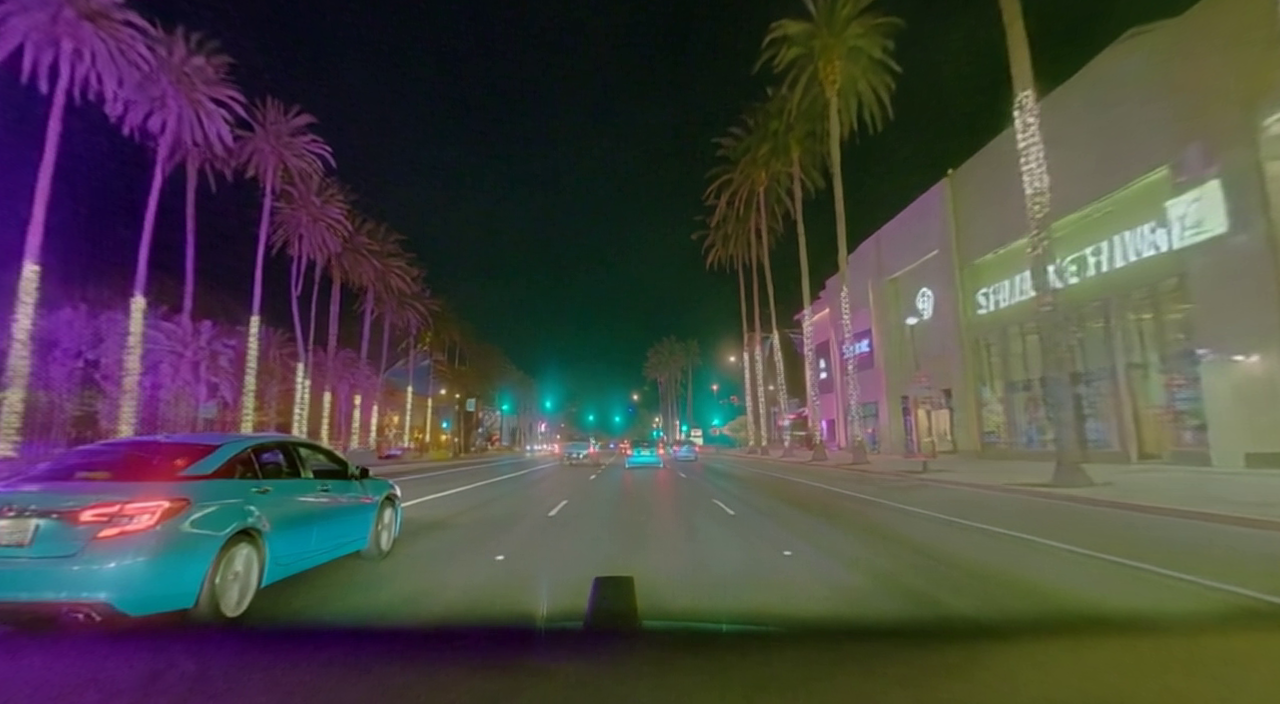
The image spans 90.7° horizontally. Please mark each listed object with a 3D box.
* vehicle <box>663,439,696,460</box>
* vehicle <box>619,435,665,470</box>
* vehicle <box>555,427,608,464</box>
[{"bbox_3d":[2.914,7.359,47.830,2.085,1.482,4.491,0,-9,-2],"label":"vehicle"},{"bbox_3d":[0.060,5.025,31.834,2.160,1.615,4.117,0,-9,-1],"label":"vehicle"},{"bbox_3d":[-3.411,5.703,38.429,2.672,2.064,5.681,0,-9,0],"label":"vehicle"}]
